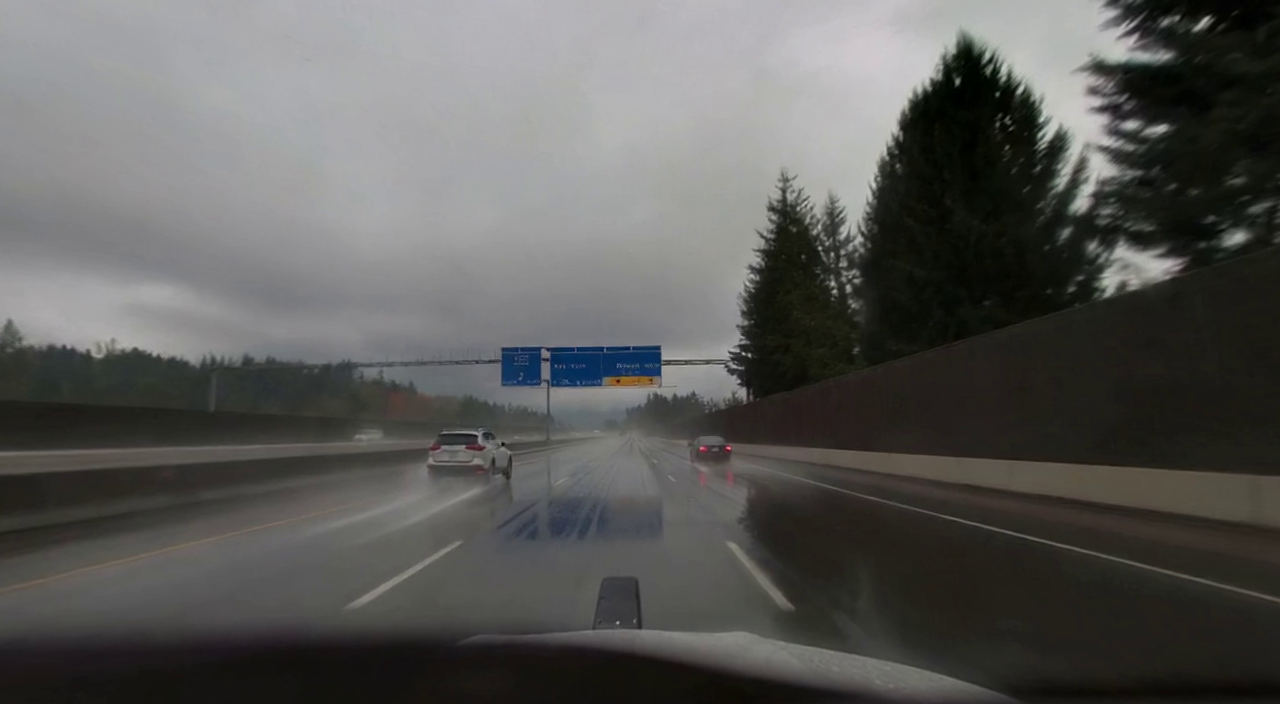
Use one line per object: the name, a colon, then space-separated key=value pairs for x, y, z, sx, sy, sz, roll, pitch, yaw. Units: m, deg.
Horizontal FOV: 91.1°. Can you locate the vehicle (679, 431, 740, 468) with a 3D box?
vehicle: x=3.040 y=4.390 z=28.491 sx=2.077 sy=1.523 sz=4.539 roll=0 pitch=-8 yaw=-2

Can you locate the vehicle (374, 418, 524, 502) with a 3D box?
vehicle: x=-4.203 y=2.444 z=14.692 sx=2.219 sy=1.660 sz=4.153 roll=0 pitch=-8 yaw=-1
